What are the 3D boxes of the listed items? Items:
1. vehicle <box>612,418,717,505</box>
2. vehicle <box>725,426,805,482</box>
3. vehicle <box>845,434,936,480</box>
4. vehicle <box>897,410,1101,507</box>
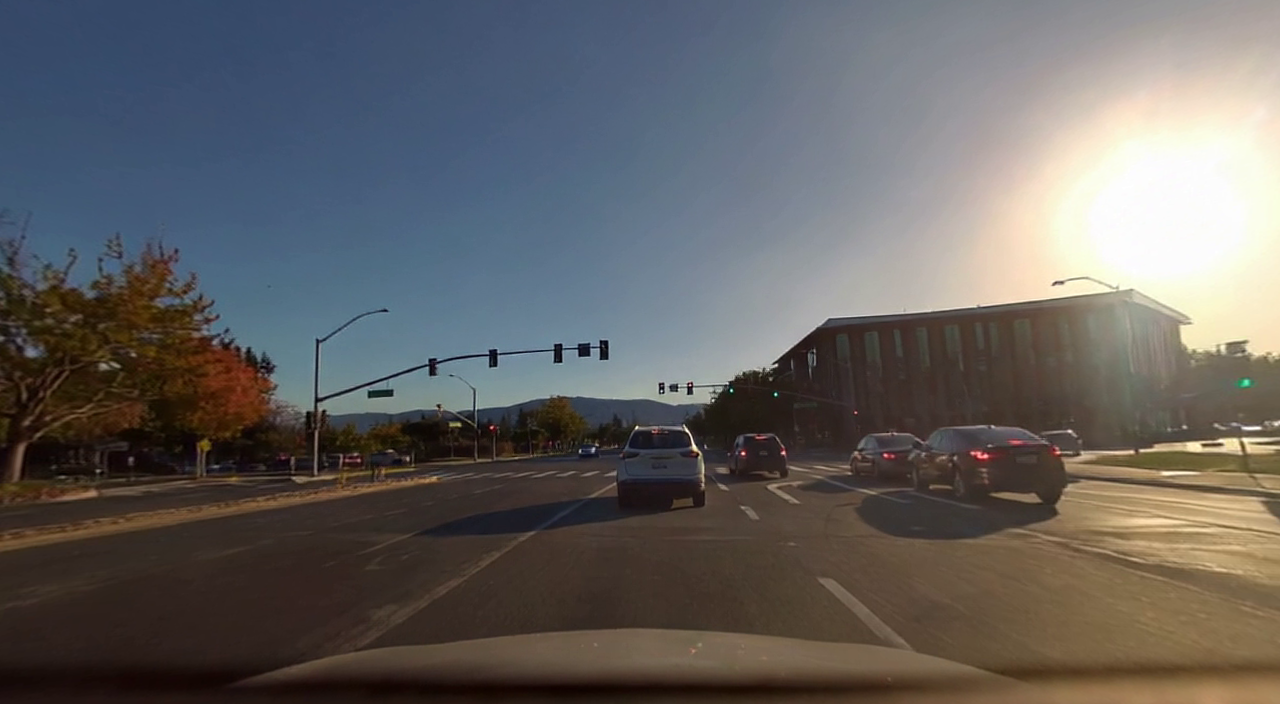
[{"bbox_3d":[0.621,2.630,15.464,2.211,1.795,4.179,-1,-9,3],"label":"vehicle"},{"bbox_3d":[4.343,3.644,22.711,2.188,1.774,4.646,-1,-9,4],"label":"vehicle"},{"bbox_3d":[8.821,3.724,22.674,1.862,1.471,4.297,-1,-9,5],"label":"vehicle"},{"bbox_3d":[7.643,2.333,14.109,2.074,1.791,4.393,-1,-9,2],"label":"vehicle"}]
